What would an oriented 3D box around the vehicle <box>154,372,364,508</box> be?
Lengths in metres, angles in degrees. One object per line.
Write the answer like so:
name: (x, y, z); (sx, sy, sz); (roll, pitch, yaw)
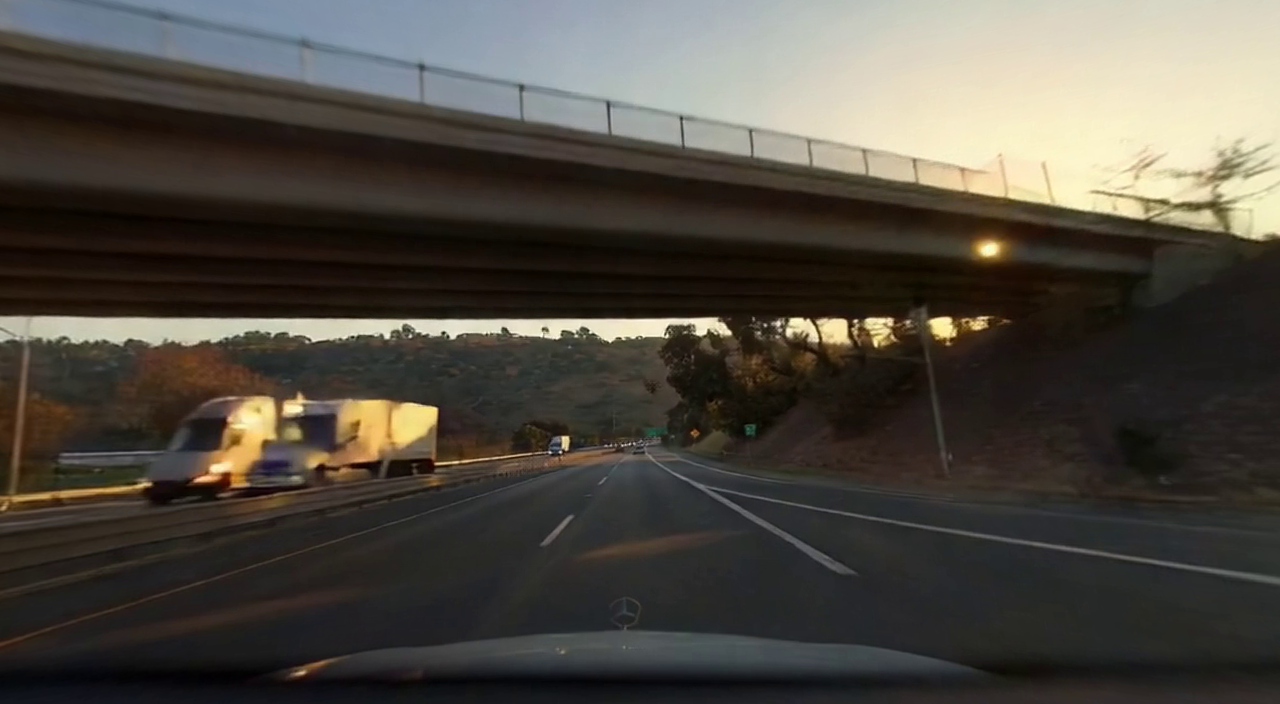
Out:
vehicle: (-11.917, 2.894, 20.484); (2.993, 3.759, 5.901); (0, -9, 0)
